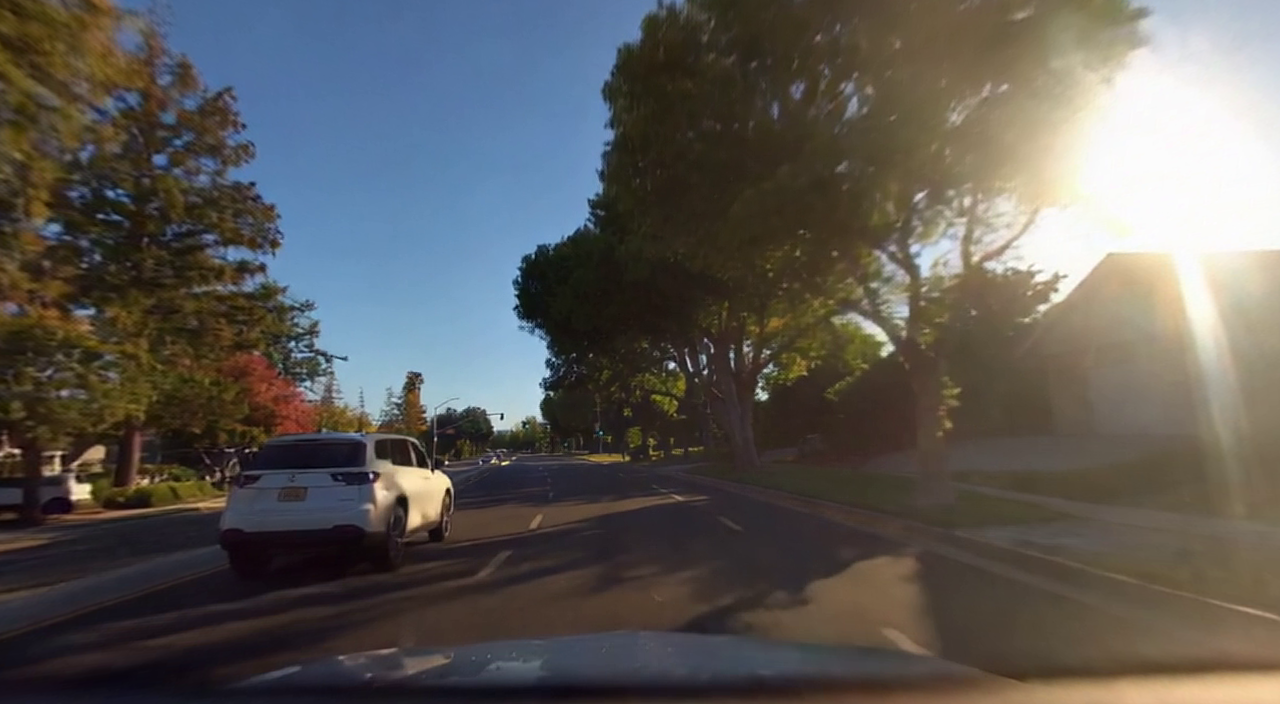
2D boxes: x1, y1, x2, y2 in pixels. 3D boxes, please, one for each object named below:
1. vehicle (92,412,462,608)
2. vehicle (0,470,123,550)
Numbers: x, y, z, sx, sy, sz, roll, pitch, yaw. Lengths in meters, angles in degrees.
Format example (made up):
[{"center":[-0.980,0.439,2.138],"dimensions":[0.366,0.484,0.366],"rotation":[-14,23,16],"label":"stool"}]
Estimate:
[{"center":[-3.975,1.800,8.115],"dimensions":[2.175,1.772,4.442],"rotation":[0,-9,-2],"label":"vehicle"},{"center":[-14.629,3.759,14.739],"dimensions":[1.878,1.505,4.435],"rotation":[-8,-7,-9],"label":"vehicle"}]
